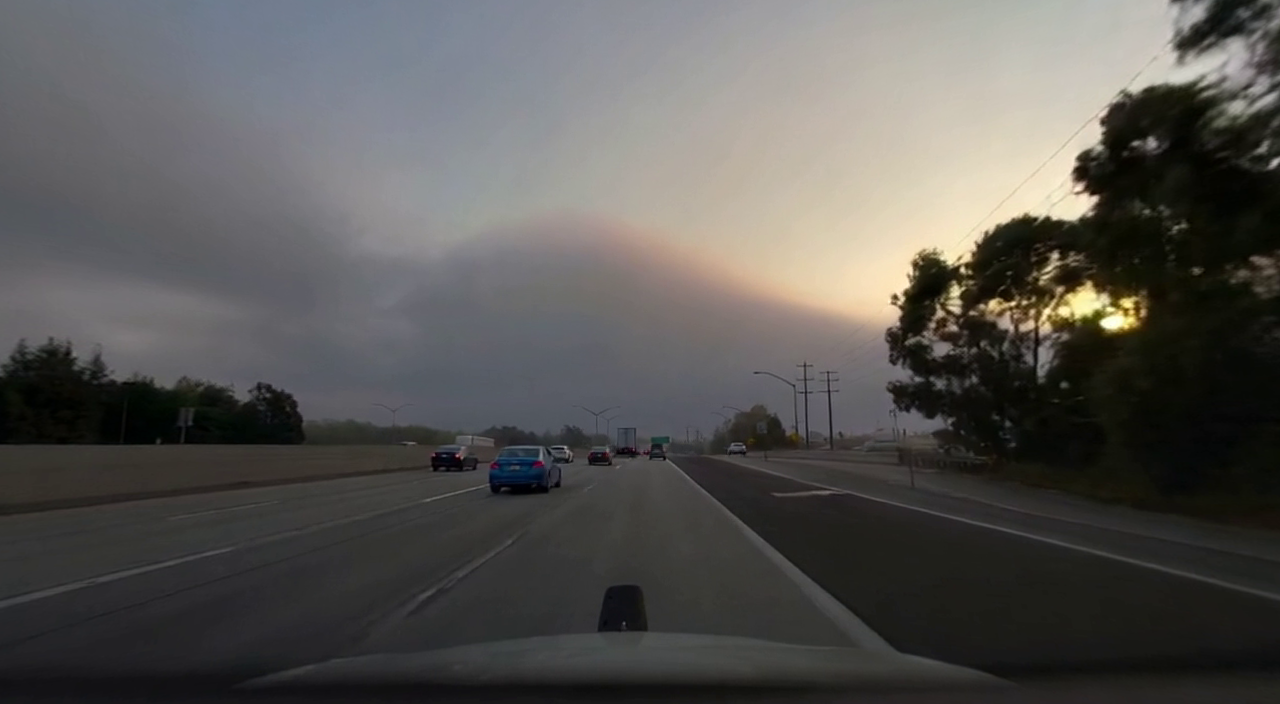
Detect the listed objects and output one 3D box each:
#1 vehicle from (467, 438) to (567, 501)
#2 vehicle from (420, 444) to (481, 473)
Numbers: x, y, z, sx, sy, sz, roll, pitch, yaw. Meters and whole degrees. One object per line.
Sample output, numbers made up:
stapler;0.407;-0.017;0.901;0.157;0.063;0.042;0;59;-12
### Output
vehicle;-3.209;3.141;17.234;1.953;1.511;3.704;0;-8;1
vehicle;-10.560;5.939;35.511;1.888;1.481;4.477;0;-8;2
